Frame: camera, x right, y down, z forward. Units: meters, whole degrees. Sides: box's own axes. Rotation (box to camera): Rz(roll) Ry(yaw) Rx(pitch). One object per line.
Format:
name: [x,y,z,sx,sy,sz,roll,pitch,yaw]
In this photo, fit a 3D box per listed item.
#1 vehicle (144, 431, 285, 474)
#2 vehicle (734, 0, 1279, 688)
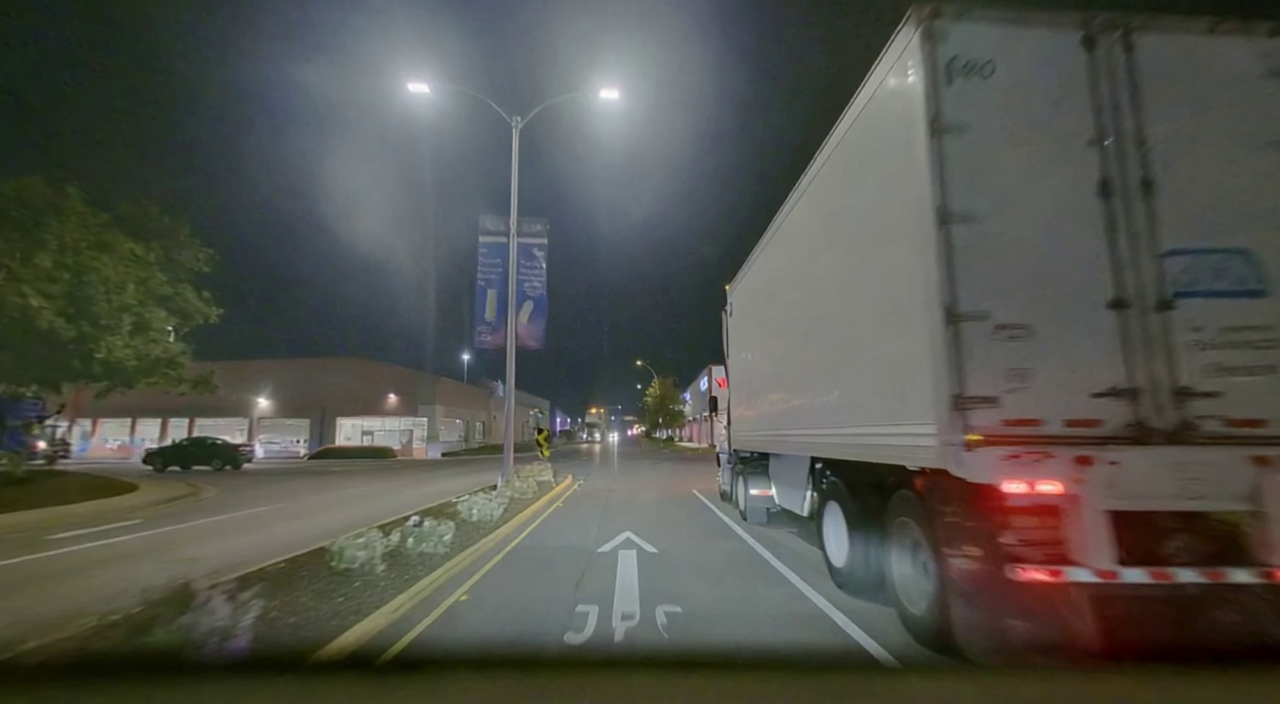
vehicle: [-16.663,3.950,24.775,4.248,1.511,1.881,-2,-9,2]
vehicle: [2.965,0.154,6.408,3.000,3.950,5.876,0,-8,-1]
